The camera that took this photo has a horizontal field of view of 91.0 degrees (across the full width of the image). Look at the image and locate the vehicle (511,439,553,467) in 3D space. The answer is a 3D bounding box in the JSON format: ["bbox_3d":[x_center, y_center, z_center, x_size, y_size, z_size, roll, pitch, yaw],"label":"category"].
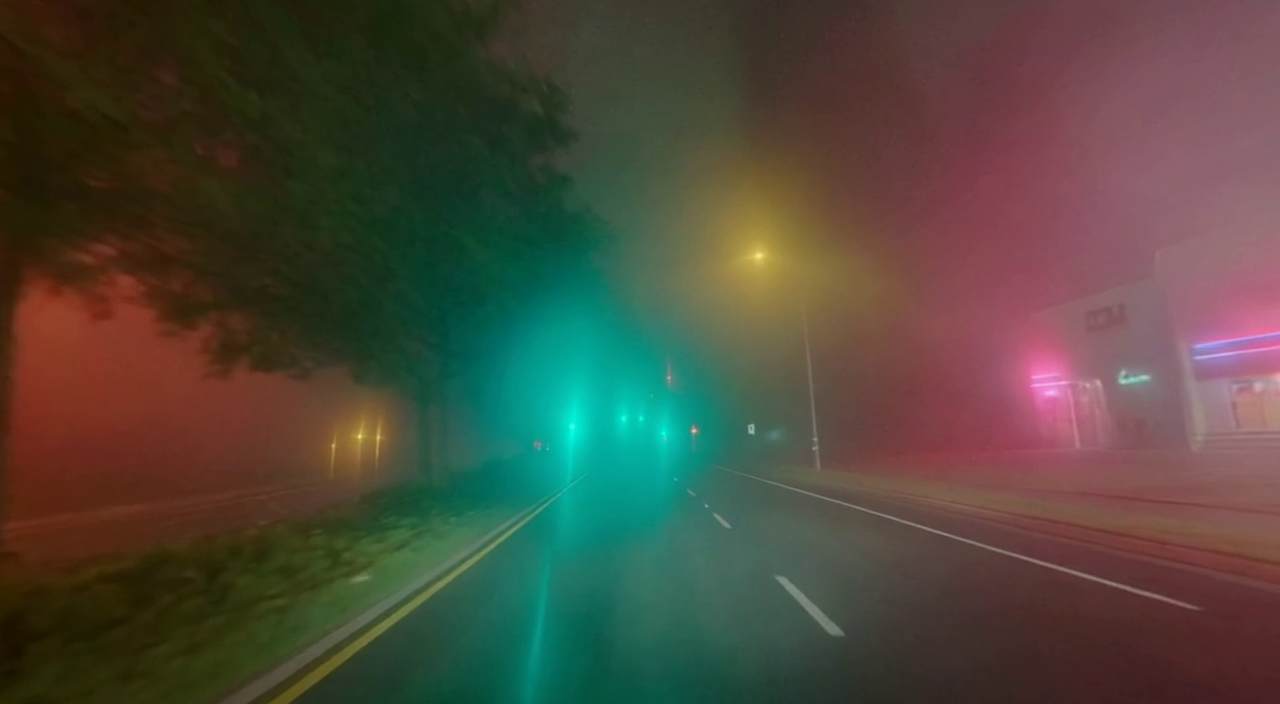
[{"bbox_3d":[-7.876,7.432,46.430,2.176,1.850,4.909,-2,-8,0],"label":"vehicle"}]
